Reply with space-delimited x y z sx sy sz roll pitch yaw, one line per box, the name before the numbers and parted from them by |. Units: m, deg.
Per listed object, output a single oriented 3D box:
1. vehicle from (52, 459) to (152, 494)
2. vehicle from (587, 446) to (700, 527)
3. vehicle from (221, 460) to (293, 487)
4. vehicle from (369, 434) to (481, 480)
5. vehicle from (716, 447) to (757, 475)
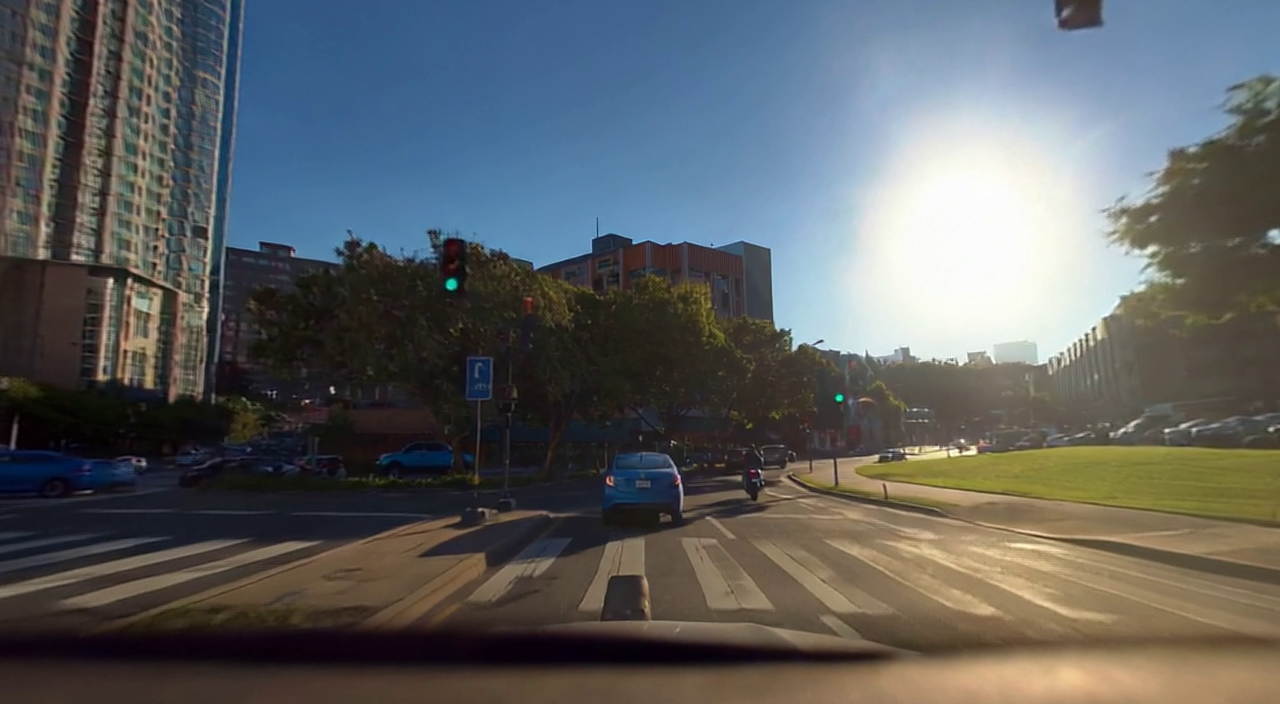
vehicle | -22.560 5.206 26.509 1.433 1.269 2.779 -5 -9 26
vehicle | 0.010 2.826 13.847 2.118 1.480 3.949 0 -9 -1
vehicle | -19.246 6.090 31.759 1.259 1.181 2.744 -6 -10 30
vehicle | -14.062 6.923 41.925 2.287 2.780 7.166 -6 -10 31
vehicle | 6.646 7.348 42.836 2.212 1.790 4.768 -3 -9 15
